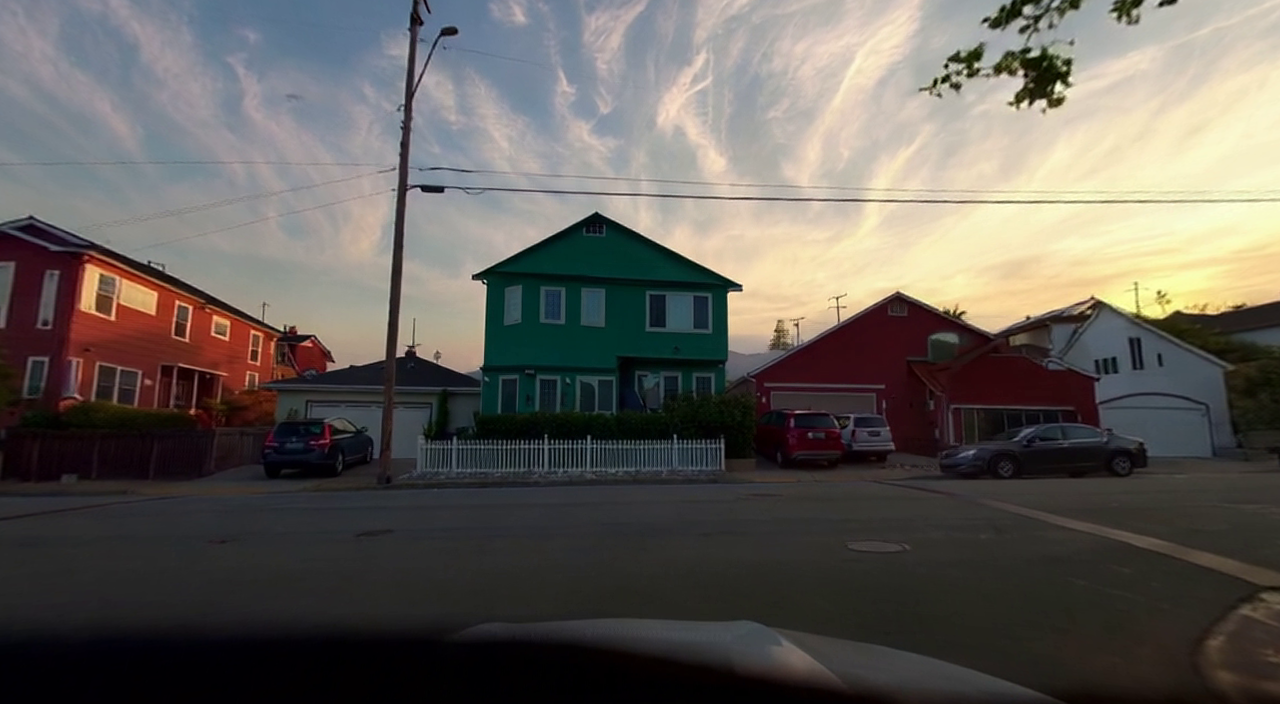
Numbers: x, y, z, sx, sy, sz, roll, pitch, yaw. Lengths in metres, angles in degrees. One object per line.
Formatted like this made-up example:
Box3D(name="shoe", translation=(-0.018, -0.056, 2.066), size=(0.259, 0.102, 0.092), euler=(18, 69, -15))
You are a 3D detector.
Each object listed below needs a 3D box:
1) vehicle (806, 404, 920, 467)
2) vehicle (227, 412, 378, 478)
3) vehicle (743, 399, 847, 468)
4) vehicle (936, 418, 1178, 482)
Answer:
Box3D(name="vehicle", translation=(6.862, 2.675, 19.908), size=(2.053, 1.756, 4.034), euler=(0, -8, -1))
Box3D(name="vehicle", translation=(-10.129, 2.878, 19.438), size=(2.091, 1.760, 4.760), euler=(0, -9, -1))
Box3D(name="vehicle", translation=(4.678, 2.535, 19.783), size=(2.081, 1.891, 4.367), euler=(0, -7, -1))
Box3D(name="vehicle", translation=(10.306, 2.468, 15.888), size=(4.644, 1.482, 1.997), euler=(0, -9, 1))
